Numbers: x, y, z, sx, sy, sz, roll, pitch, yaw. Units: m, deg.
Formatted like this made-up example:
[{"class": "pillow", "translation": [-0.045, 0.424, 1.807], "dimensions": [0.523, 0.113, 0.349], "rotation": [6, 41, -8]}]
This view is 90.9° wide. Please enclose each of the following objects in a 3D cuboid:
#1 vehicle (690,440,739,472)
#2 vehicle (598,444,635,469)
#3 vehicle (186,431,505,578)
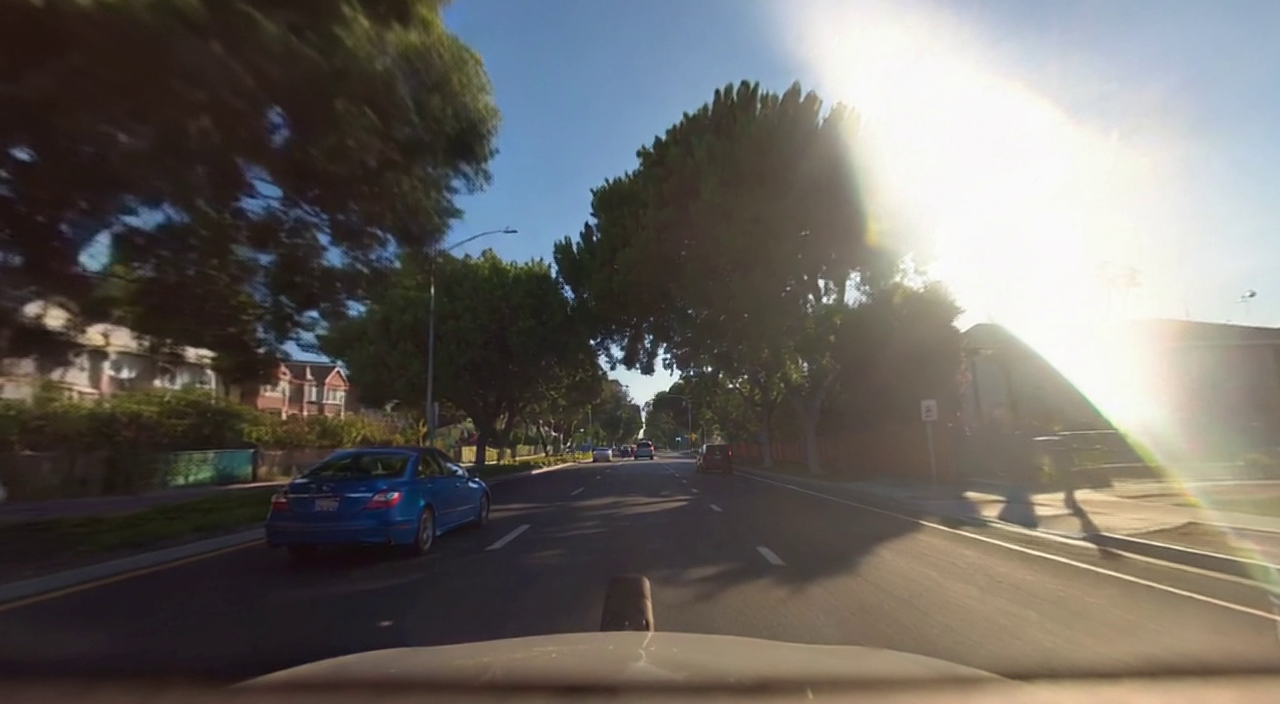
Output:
[{"class": "vehicle", "translation": [4.063, 5.754, 35.076], "dimensions": [2.182, 1.688, 4.187], "rotation": [0, -9, -1]}, {"class": "vehicle", "translation": [-1.451, 6.670, 40.325], "dimensions": [1.940, 1.473, 4.133], "rotation": [-1, -9, 3]}, {"class": "vehicle", "translation": [-3.583, 1.956, 9.059], "dimensions": [2.091, 1.503, 4.989], "rotation": [-1, -9, 1]}]
